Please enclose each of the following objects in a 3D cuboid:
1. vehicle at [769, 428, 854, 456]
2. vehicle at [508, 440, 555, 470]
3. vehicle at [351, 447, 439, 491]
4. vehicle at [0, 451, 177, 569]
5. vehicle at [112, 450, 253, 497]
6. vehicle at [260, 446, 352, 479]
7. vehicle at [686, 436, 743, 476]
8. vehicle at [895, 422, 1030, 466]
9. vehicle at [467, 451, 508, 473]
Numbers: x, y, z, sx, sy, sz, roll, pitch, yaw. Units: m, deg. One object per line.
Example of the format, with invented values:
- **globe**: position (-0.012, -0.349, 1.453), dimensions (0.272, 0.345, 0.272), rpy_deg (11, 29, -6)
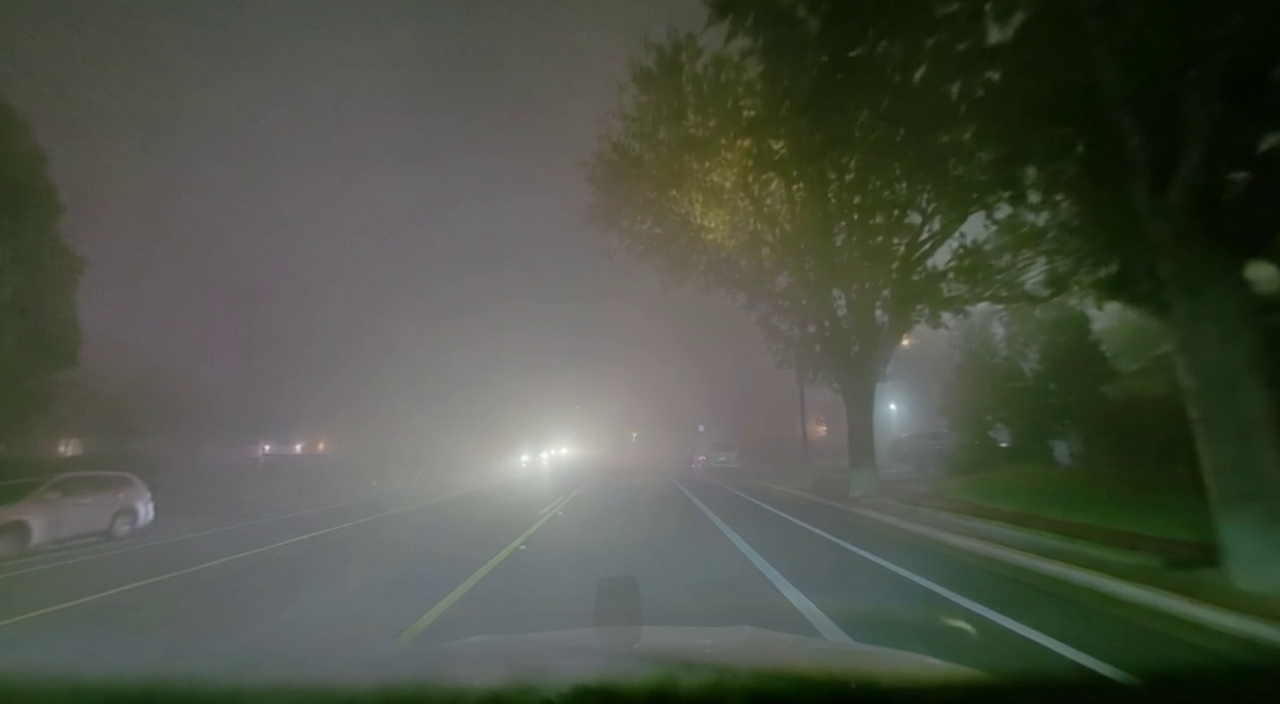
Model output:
- **vehicle**: position (12.529, 6.654, 46.553), dimensions (5.437, 1.931, 2.837), rpy_deg (0, -9, 1)
- **vehicle**: position (-7.061, 6.778, 41.730), dimensions (2.294, 1.831, 5.199), rpy_deg (0, -9, -2)
- **vehicle**: position (-11.125, 5.298, 29.098), dimensions (2.293, 1.836, 4.586), rpy_deg (0, -8, -1)
- **vehicle**: position (-11.062, 2.708, 11.354), dimensions (1.981, 1.790, 4.682), rpy_deg (0, -8, -1)
- **vehicle**: position (-18.860, 4.976, 26.215), dimensions (4.179, 1.700, 2.105), rpy_deg (1, -9, 3)
- **vehicle**: position (-20.279, 6.710, 38.519), dimensions (4.398, 1.902, 2.043), rpy_deg (0, -9, 1)
- **vehicle**: position (3.642, 5.203, 31.891), dimensions (2.176, 1.793, 5.534), rpy_deg (0, -9, 0)
- **vehicle**: position (12.980, 3.736, 25.627), dimensions (4.360, 1.692, 2.011), rpy_deg (1, -9, -2)
- **vehicle**: position (-11.229, 8.093, 46.797), dimensions (1.922, 1.496, 4.598), rpy_deg (0, -8, -1)
